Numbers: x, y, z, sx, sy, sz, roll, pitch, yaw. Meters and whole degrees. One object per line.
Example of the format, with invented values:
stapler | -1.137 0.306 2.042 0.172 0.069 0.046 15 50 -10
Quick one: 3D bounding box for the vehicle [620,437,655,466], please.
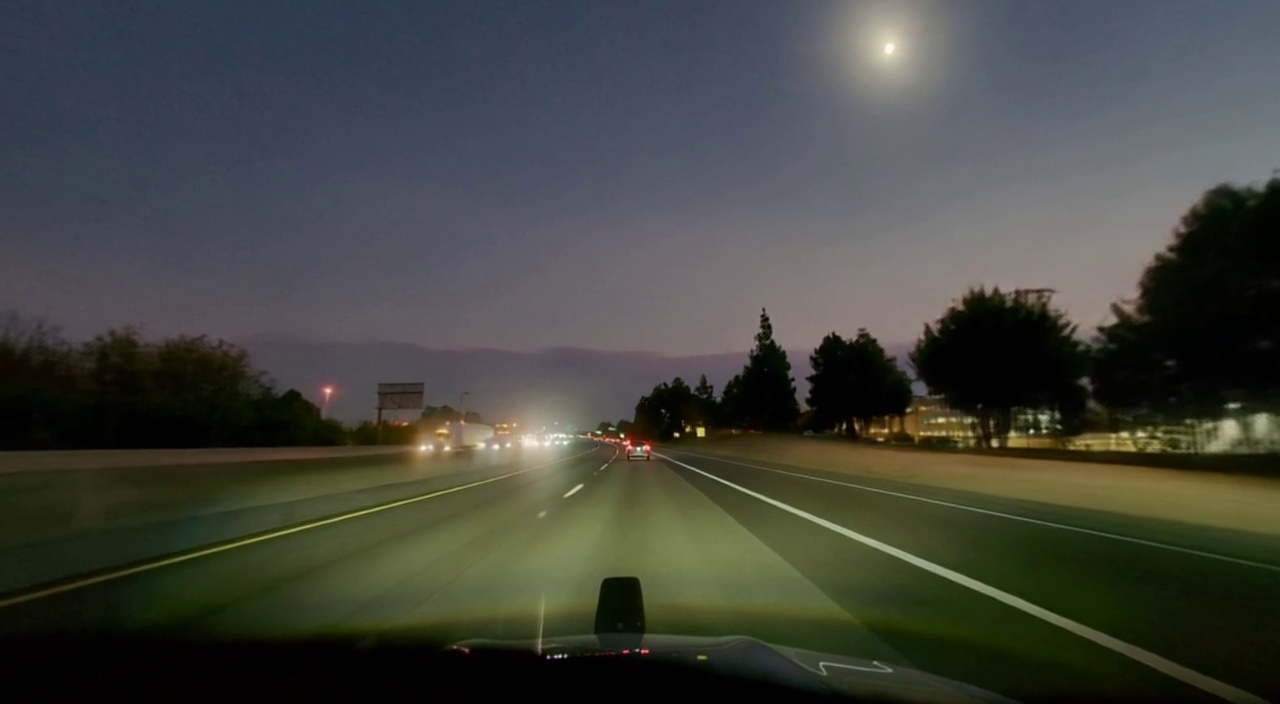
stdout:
vehicle | -0.184 6.028 38.322 2.029 1.666 4.064 0 -8 -1
